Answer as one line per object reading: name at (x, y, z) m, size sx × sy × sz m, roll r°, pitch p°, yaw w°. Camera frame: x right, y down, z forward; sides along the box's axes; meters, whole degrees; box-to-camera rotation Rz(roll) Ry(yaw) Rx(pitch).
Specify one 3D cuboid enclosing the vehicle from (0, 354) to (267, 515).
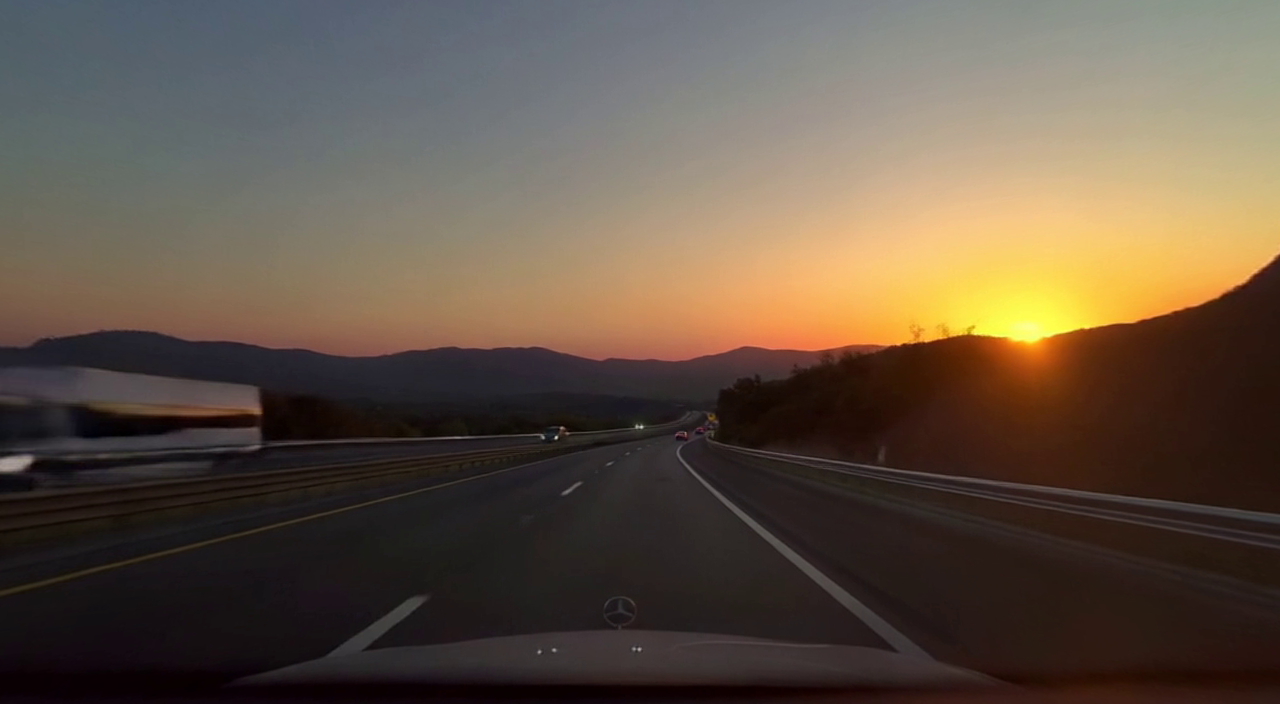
vehicle at (-15.377, 2.483, 18.724) m, size 2.791 × 3.613 × 8.984 m, roll 0°, pitch -8°, yaw 1°
